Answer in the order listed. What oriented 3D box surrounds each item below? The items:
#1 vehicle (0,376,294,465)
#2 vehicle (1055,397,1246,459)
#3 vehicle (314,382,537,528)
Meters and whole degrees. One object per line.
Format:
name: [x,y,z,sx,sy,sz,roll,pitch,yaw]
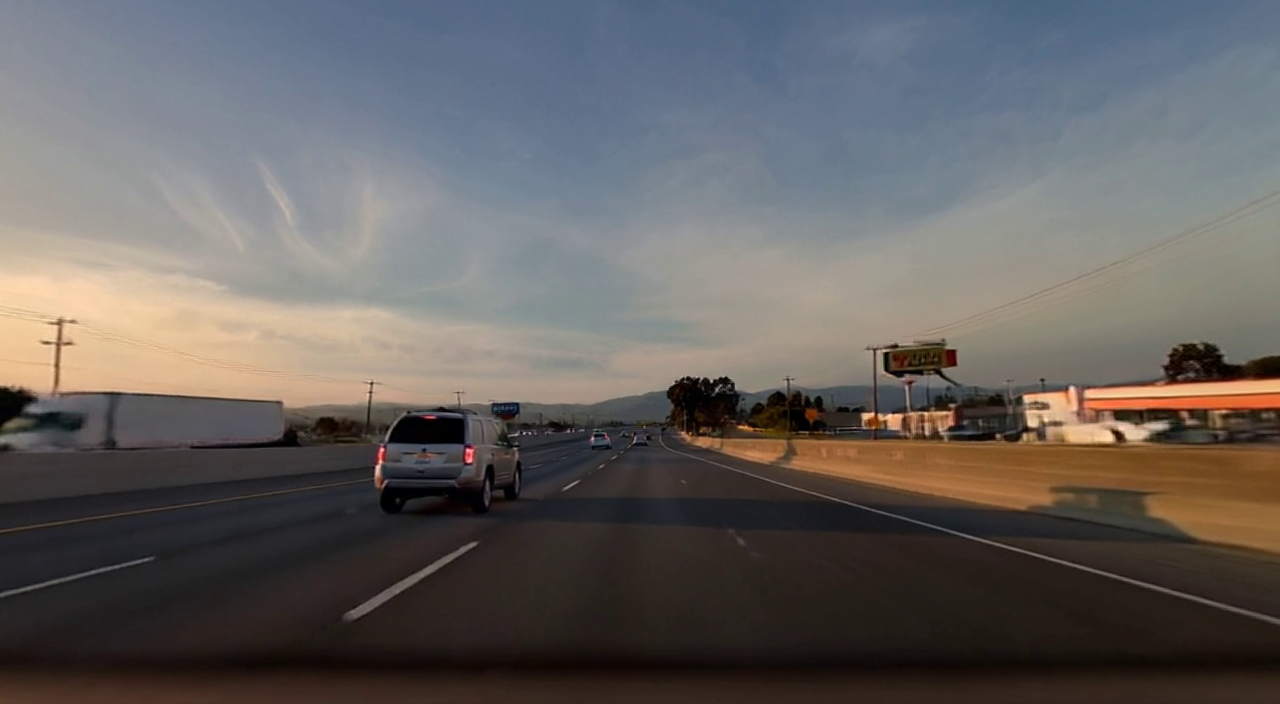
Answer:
vehicle: [-29.592,4.722,39.930,3.197,4.103,21.465,0,-8,1]
vehicle: [16.685,2.601,21.096,2.044,1.792,5.081,0,-8,-1]
vehicle: [-3.748,1.987,12.589,2.352,2.209,5.802,0,-8,1]
